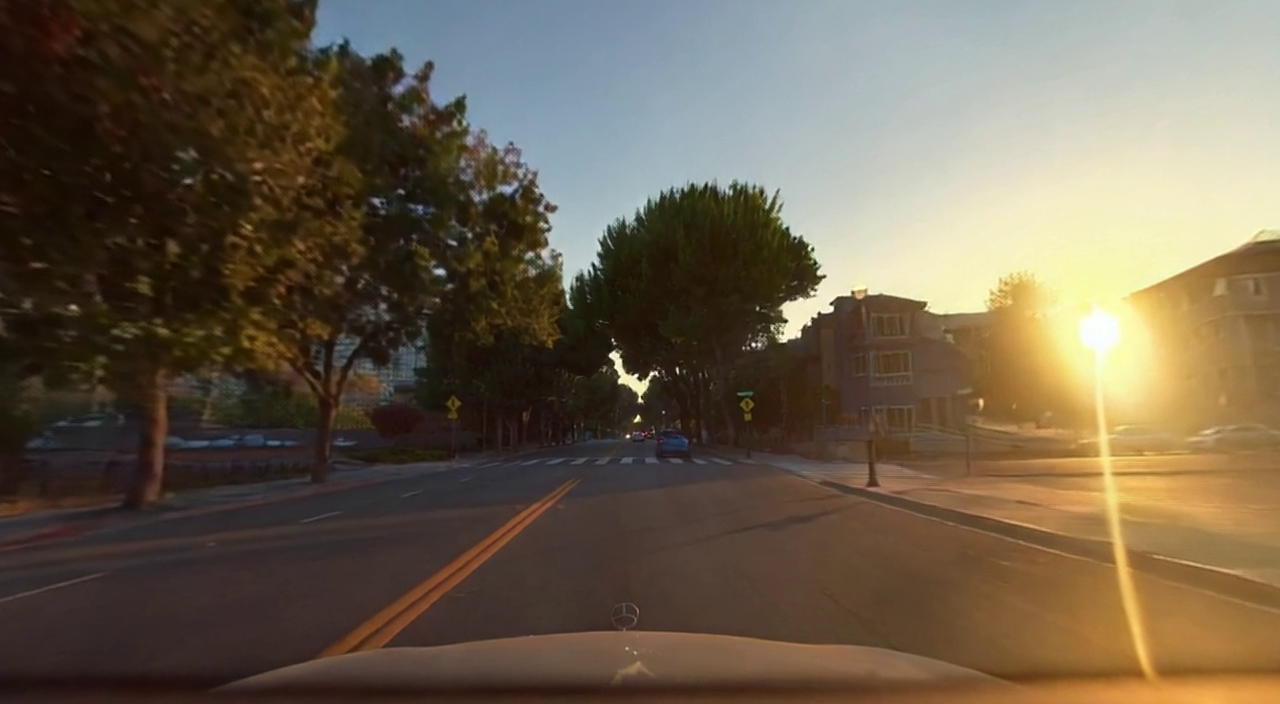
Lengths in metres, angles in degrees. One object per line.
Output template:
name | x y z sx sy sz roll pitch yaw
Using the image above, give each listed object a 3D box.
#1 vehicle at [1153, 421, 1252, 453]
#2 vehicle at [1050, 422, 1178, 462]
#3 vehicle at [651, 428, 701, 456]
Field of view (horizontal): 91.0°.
vehicle | 33.857 5.106 38.038 1.887 1.808 4.443 -1 -7 1
vehicle | 23.957 4.571 31.979 4.676 1.775 2.085 -2 -8 2
vehicle | 2.220 5.655 39.668 1.981 1.703 3.691 2 -8 -17
